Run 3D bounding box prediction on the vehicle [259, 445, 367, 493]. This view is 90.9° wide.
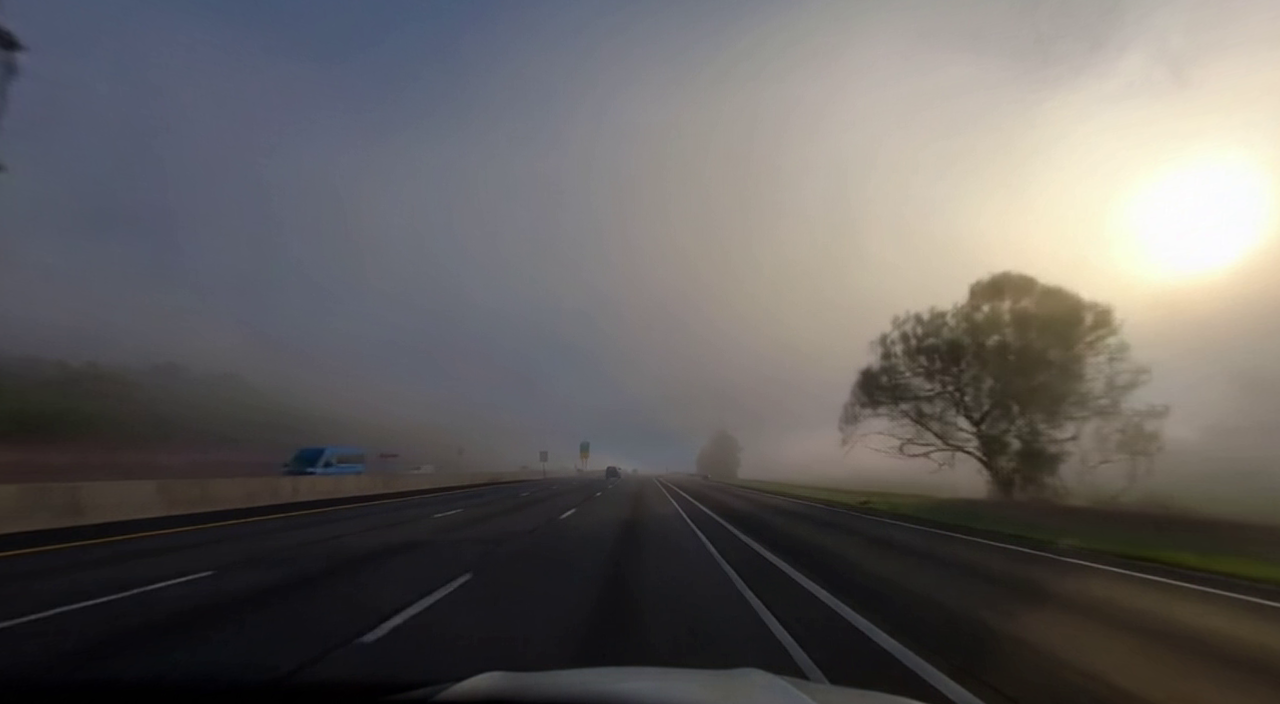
[{"bbox_3d":[-18.765,6.780,36.685,2.335,2.469,7.028,1,-10,1],"label":"vehicle"}]
